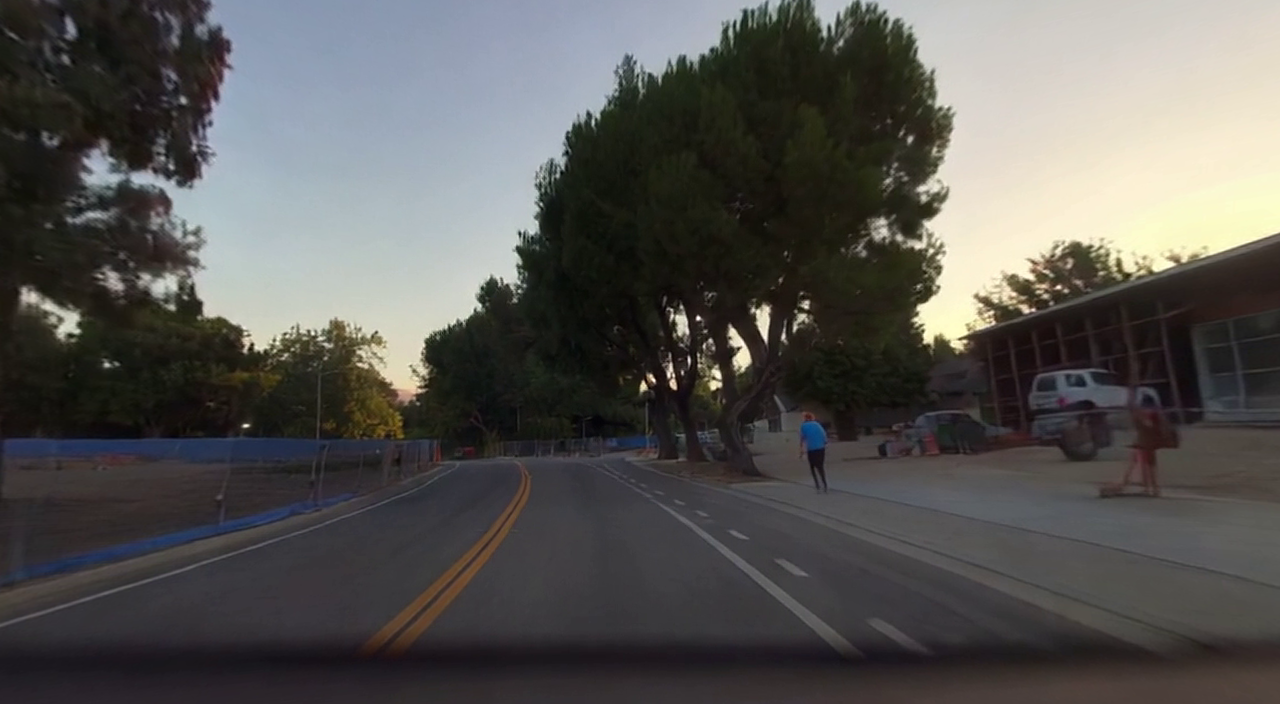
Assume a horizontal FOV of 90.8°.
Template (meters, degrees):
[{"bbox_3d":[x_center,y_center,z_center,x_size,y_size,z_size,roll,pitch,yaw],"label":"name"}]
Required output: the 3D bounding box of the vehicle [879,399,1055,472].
[{"bbox_3d":[10.890,2.780,21.095,5.021,1.930,2.119,-2,-9,-20],"label":"vehicle"}]

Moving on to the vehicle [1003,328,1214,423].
[{"bbox_3d":[11.657,0.686,15.830,4.180,1.880,2.028,6,-7,-14],"label":"vehicle"}]

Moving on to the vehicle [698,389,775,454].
[{"bbox_3d":[5.958,4.687,41.196,2.984,3.691,10.409,0,-8,-2],"label":"vehicle"}]
